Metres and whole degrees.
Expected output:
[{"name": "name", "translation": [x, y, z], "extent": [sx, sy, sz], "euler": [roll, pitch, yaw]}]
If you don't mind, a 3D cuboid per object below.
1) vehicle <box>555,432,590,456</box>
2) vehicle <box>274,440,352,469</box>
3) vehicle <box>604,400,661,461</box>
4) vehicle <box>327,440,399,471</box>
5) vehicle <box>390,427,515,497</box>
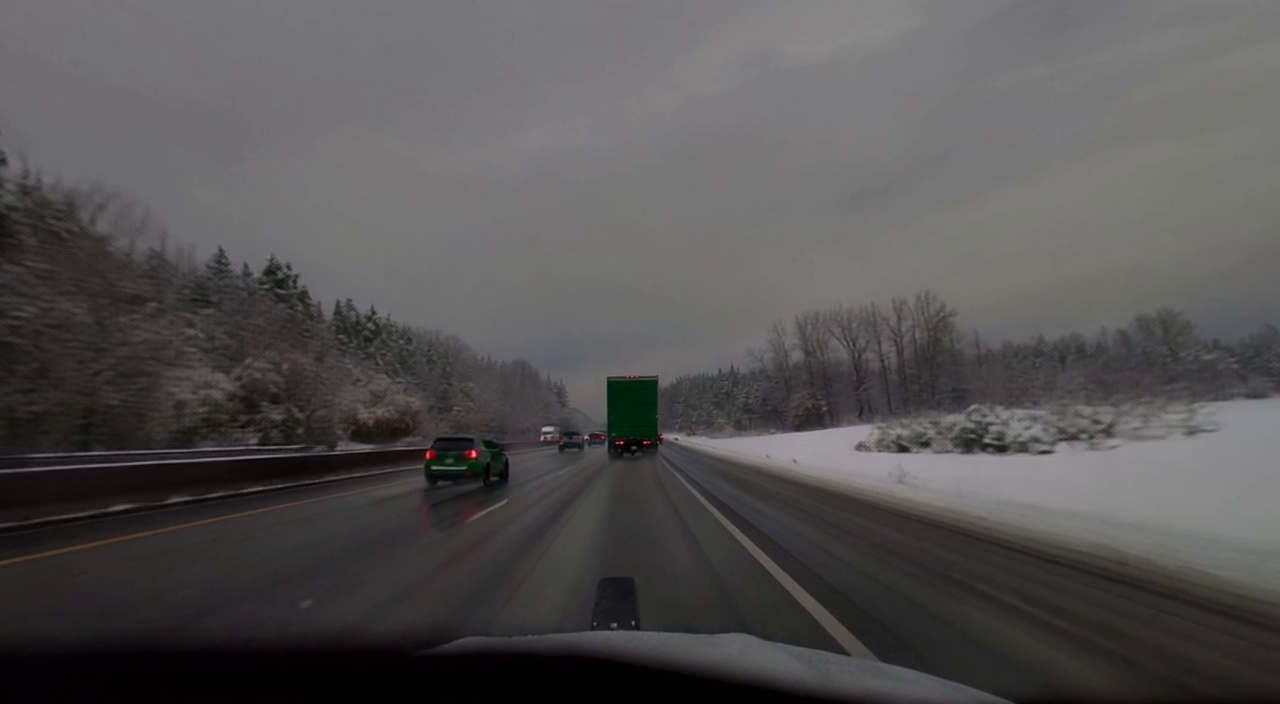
[{"name": "vehicle", "translation": [-5.029, 6.954, 47.609], "extent": [2.138, 1.697, 4.587], "euler": [0, -8, 1]}, {"name": "vehicle", "translation": [-17.790, 5.566, 34.556], "extent": [1.847, 1.487, 4.583], "euler": [0, -8, -1]}, {"name": "vehicle", "translation": [-0.296, 3.288, 26.454], "extent": [2.319, 2.461, 1.270], "euler": [0, -8, 0]}, {"name": "vehicle", "translation": [-13.625, 5.079, 31.239], "extent": [1.922, 1.431, 3.659], "euler": [0, -8, 0]}, {"name": "vehicle", "translation": [-4.483, 2.667, 15.723], "extent": [1.909, 1.520, 3.897], "euler": [0, -8, 0]}]
